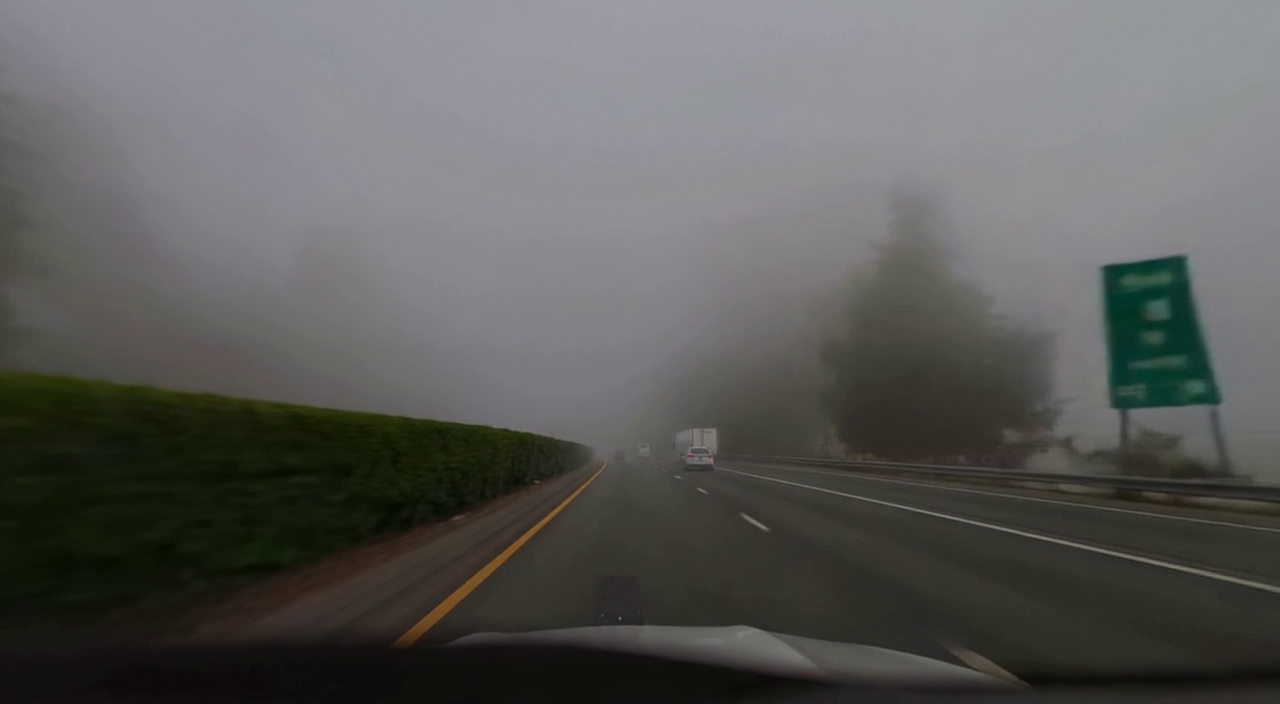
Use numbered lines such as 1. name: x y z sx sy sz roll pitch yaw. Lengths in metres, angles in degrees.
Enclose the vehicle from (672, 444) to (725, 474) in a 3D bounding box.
1. vehicle: 3.083 5.747 33.938 2.244 1.498 4.338 0 -9 -3
